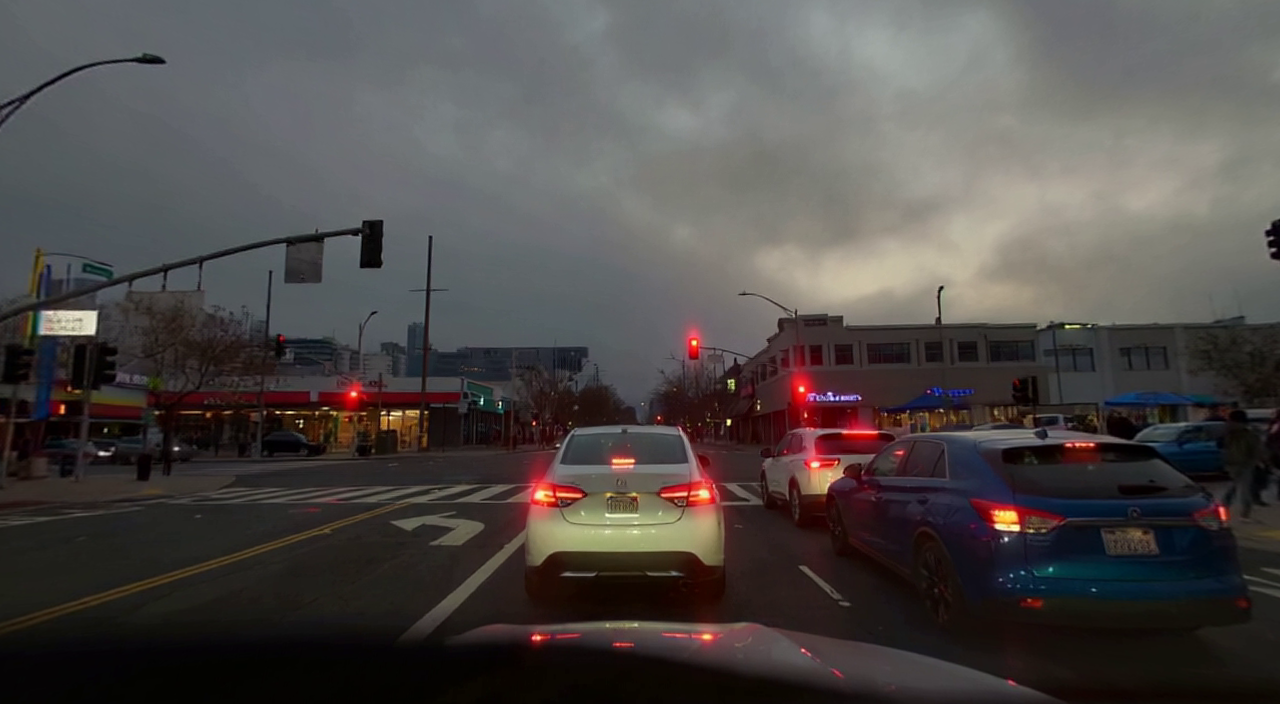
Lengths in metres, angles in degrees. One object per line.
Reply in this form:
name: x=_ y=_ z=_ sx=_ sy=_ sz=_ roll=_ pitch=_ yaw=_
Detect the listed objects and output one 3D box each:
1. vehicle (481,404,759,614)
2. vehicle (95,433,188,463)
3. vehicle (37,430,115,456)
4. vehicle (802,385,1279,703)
vehicle: x=-0.149 y=1.550 z=7.253 sx=2.123 sy=1.589 sz=4.702 roll=0 pitch=-8 yaw=0
vehicle: x=-27.587 y=5.312 z=34.950 sx=4.253 sy=1.570 sz=2.132 roll=-4 pitch=-9 yaw=23
vehicle: x=-40.341 y=6.536 z=45.209 sx=5.003 sy=1.799 sz=2.066 roll=-4 pitch=-9 yaw=23
vehicle: x=3.018 y=1.314 z=5.444 sx=1.983 sy=1.654 sz=4.354 roll=0 pitch=-8 yaw=-1
